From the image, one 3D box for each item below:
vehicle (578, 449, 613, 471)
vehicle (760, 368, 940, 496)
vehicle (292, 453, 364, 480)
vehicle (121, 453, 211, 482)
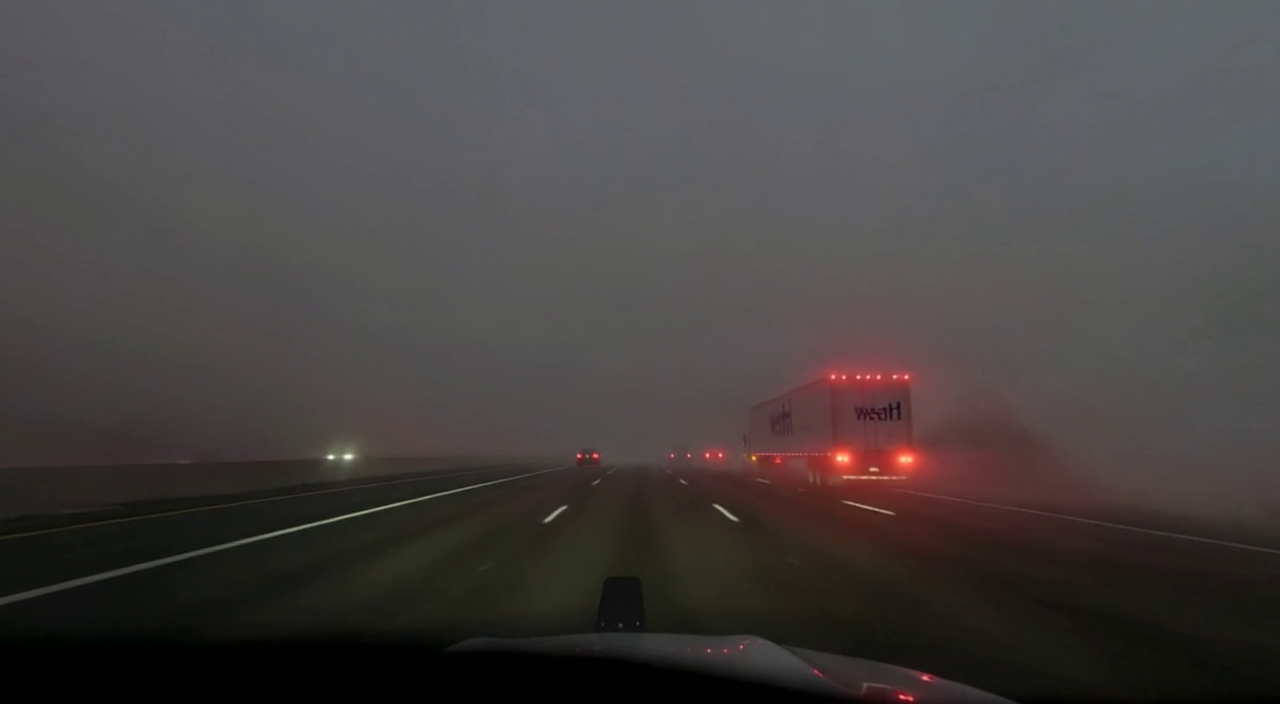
[{"bbox_3d":[-3.264,7.951,46.714,2.164,1.507,4.748,0,-9,1],"label":"vehicle"},{"bbox_3d":[8.245,3.741,28.160,2.912,4.143,15.538,0,-9,1],"label":"vehicle"},{"bbox_3d":[-19.501,7.164,39.643,1.938,1.563,4.622,0,-9,3],"label":"vehicle"},{"bbox_3d":[-29.783,7.234,39.755,1.913,1.662,4.585,0,-9,3],"label":"vehicle"}]
